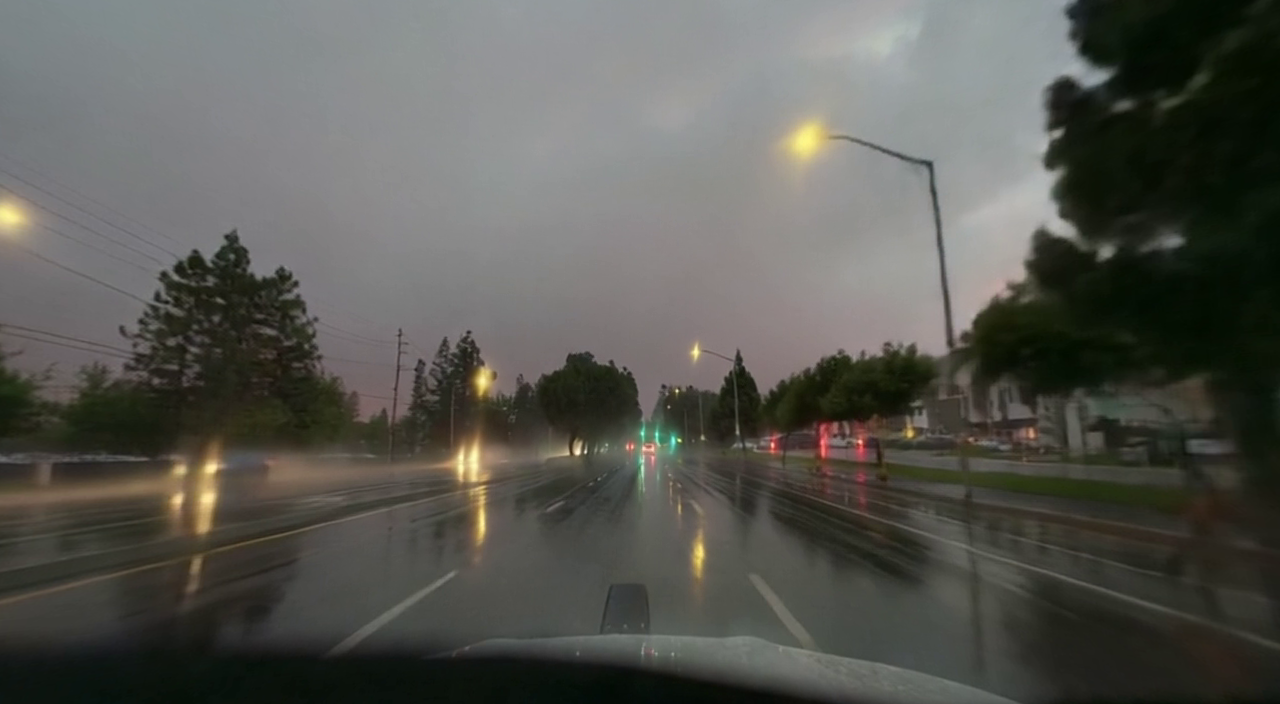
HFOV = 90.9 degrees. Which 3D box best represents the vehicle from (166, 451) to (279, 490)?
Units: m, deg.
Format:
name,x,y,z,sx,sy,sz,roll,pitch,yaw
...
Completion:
name,x,y,z,sx,sy,sz,roll,pitch,yaw
vehicle,-20.173,5.716,30.777,2.025,1.643,4.880,-2,-8,3
